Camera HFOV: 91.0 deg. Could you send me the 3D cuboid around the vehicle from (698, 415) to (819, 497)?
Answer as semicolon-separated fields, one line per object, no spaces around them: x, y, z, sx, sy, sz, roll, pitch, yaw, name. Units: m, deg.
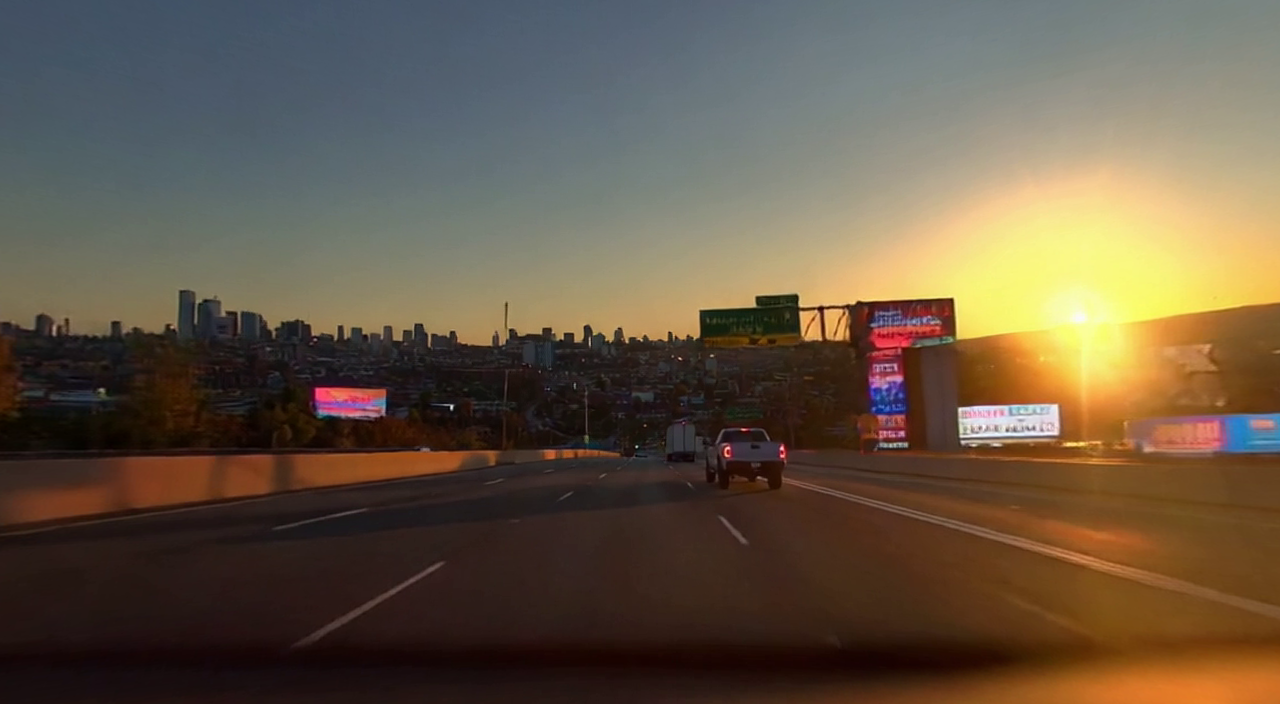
3.447;3.250;19.981;2.740;2.157;6.300;0;-9;1;vehicle
